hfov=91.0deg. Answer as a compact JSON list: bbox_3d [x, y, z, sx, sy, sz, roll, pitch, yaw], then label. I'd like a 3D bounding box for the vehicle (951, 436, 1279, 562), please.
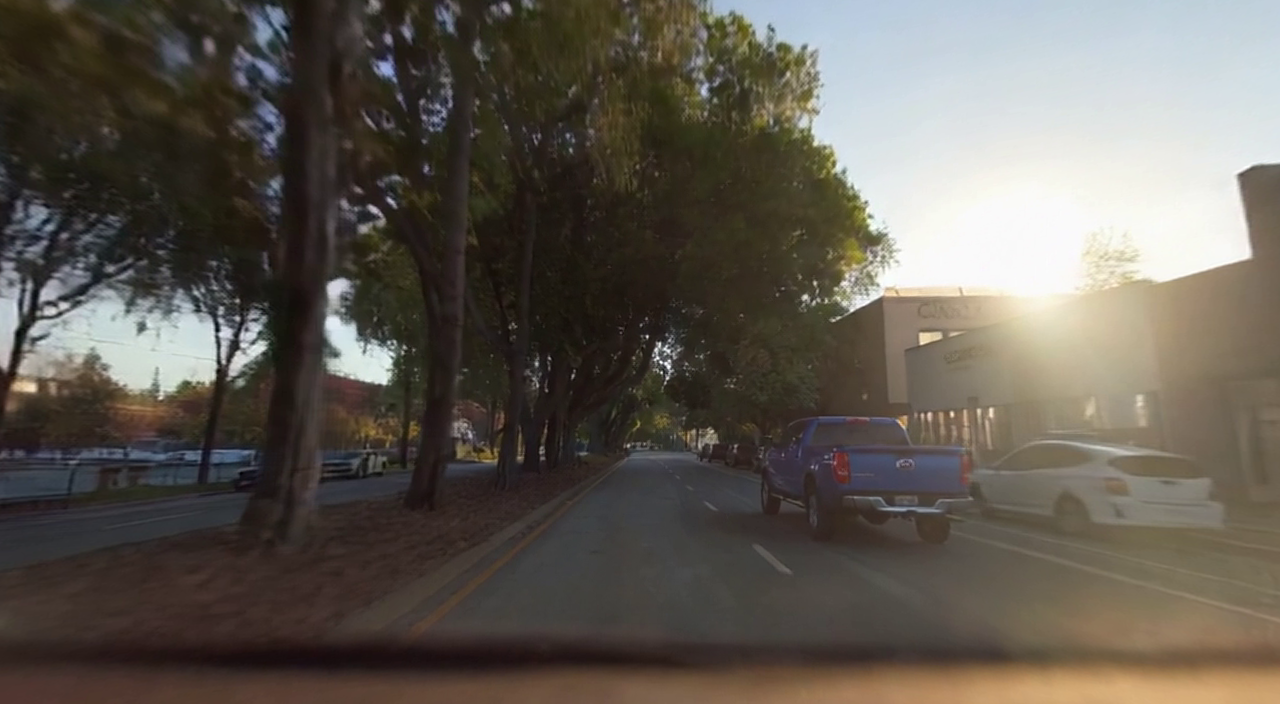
[{"bbox_3d":[7.384,2.231,10.516,1.863,1.588,4.670,0,-8,-2],"label":"vehicle"}]

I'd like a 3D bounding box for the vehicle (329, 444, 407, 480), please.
[{"bbox_3d":[-15.607,6.335,36.476,2.097,1.852,5.090,-2,-9,2],"label":"vehicle"}]

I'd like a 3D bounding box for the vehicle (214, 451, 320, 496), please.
[{"bbox_3d":[-16.012,5.192,27.359,1.919,1.616,4.723,-4,-8,-2],"label":"vehicle"}]

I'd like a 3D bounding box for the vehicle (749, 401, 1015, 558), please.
[{"bbox_3d":[3.309,1.899,10.131,2.085,1.828,5.383,0,-9,-1],"label":"vehicle"}]
